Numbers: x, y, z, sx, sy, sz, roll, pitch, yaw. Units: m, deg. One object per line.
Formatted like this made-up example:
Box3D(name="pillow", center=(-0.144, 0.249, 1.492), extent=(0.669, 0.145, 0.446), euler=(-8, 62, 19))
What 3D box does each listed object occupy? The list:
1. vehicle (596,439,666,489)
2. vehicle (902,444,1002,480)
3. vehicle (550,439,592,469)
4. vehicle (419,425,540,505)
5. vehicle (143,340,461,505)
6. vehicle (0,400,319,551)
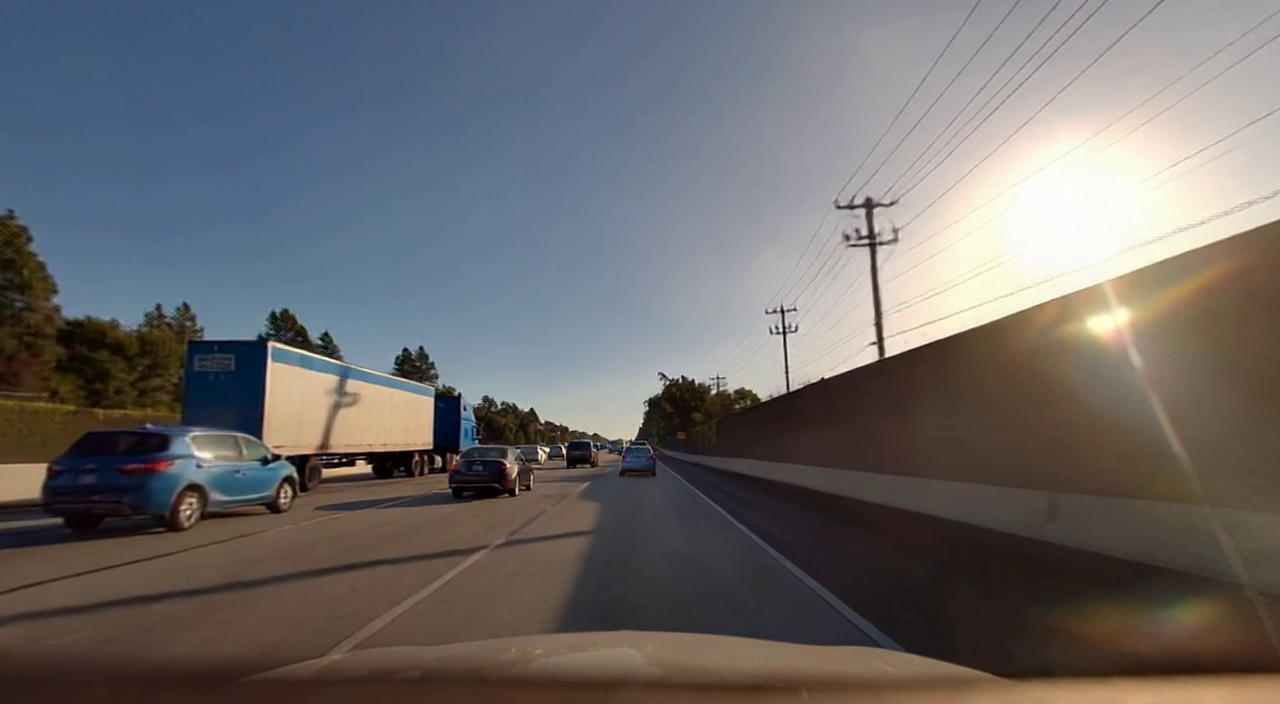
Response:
Box3D(name="vehicle", center=(-0.302, 3.653, 20.958), extent=(2.089, 1.477, 3.818), euler=(0, -8, -1))
Box3D(name="vehicle", center=(14.068, 4.966, 28.881), extent=(2.027, 1.478, 4.849), euler=(0, -9, -1))
Box3D(name="vehicle", center=(-4.071, 6.112, 38.094), extent=(1.976, 1.705, 4.176), euler=(0, -8, 1))
Box3D(name="vehicle", center=(-3.850, 2.795, 15.982), extent=(1.923, 1.716, 4.289), euler=(0, -9, 0))
Box3D(name="vehicle", center=(-10.639, 2.938, 23.858), extent=(2.892, 4.073, 16.528), euler=(0, -8, 0))
Box3D(name="vehicle", center=(-7.601, 1.883, 10.279), extent=(2.054, 1.825, 5.072), euler=(0, -9, 0))
